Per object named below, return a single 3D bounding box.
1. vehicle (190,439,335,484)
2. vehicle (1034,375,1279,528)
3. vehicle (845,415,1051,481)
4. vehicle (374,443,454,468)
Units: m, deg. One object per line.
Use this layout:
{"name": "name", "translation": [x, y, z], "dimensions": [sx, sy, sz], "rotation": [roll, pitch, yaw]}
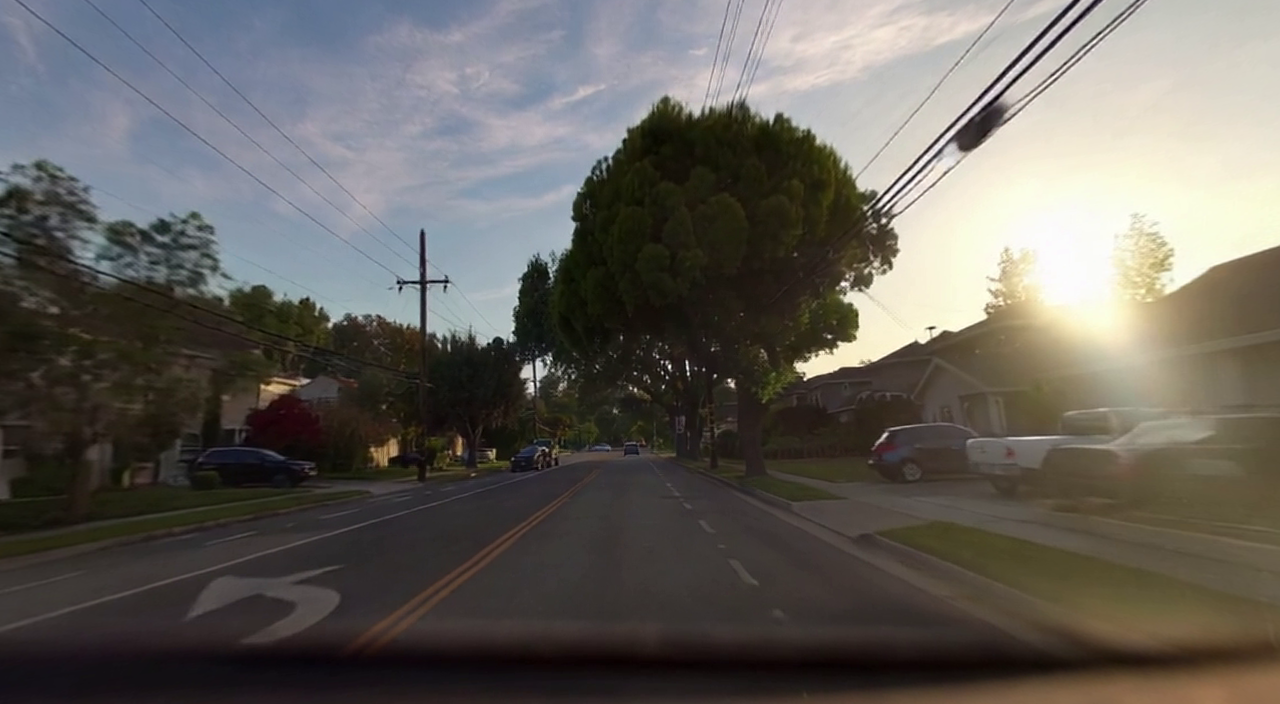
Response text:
{"name": "vehicle", "translation": [-15.113, 4.391, 25.502], "dimensions": [4.501, 1.689, 2.106], "rotation": [0, -8, 1]}
{"name": "vehicle", "translation": [8.843, 1.424, 9.173], "dimensions": [4.747, 1.942, 2.158], "rotation": [0, -8, 0]}
{"name": "vehicle", "translation": [9.256, 2.936, 19.386], "dimensions": [5.212, 1.853, 2.062], "rotation": [0, -8, 1]}
{"name": "vehicle", "translation": [-15.238, 6.977, 42.822], "dimensions": [4.651, 1.615, 1.961], "rotation": [0, -8, 2]}
